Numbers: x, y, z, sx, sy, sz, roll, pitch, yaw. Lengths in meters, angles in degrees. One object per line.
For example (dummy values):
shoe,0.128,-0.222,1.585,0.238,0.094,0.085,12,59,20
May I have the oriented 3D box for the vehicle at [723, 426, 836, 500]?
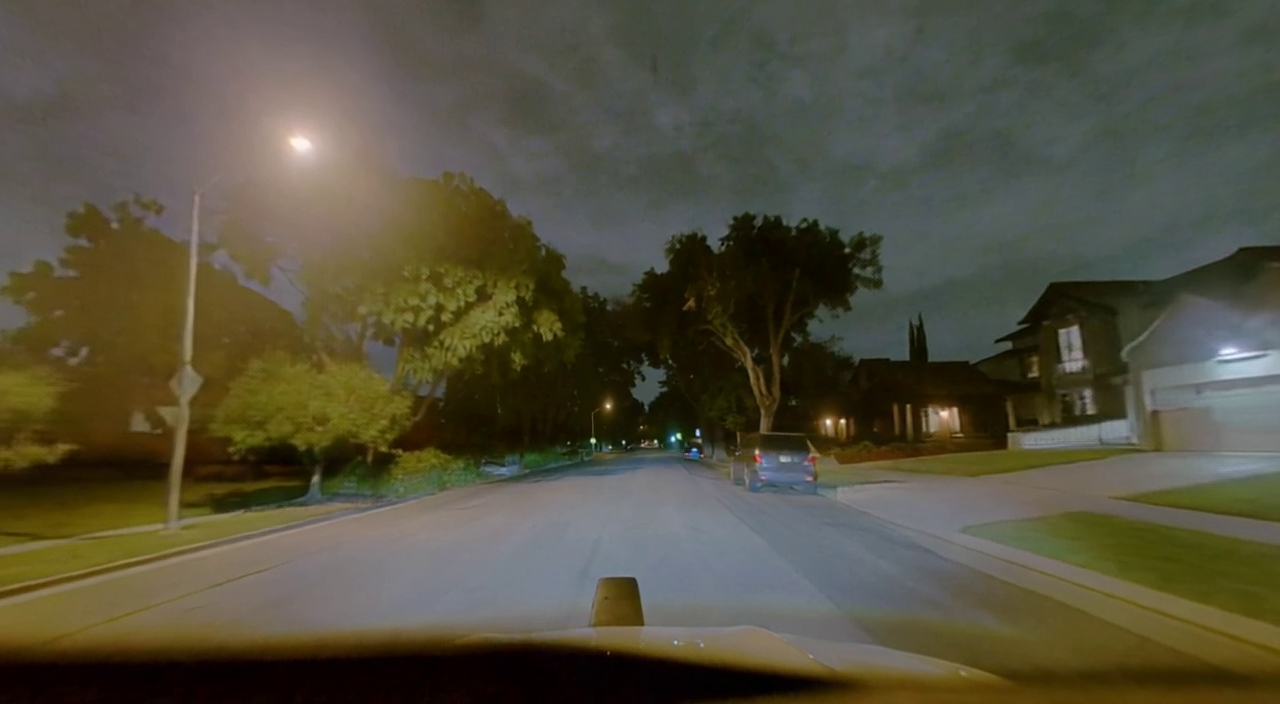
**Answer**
vehicle,3.606,2.964,17.265,2.055,1.738,4.448,0,-9,0
